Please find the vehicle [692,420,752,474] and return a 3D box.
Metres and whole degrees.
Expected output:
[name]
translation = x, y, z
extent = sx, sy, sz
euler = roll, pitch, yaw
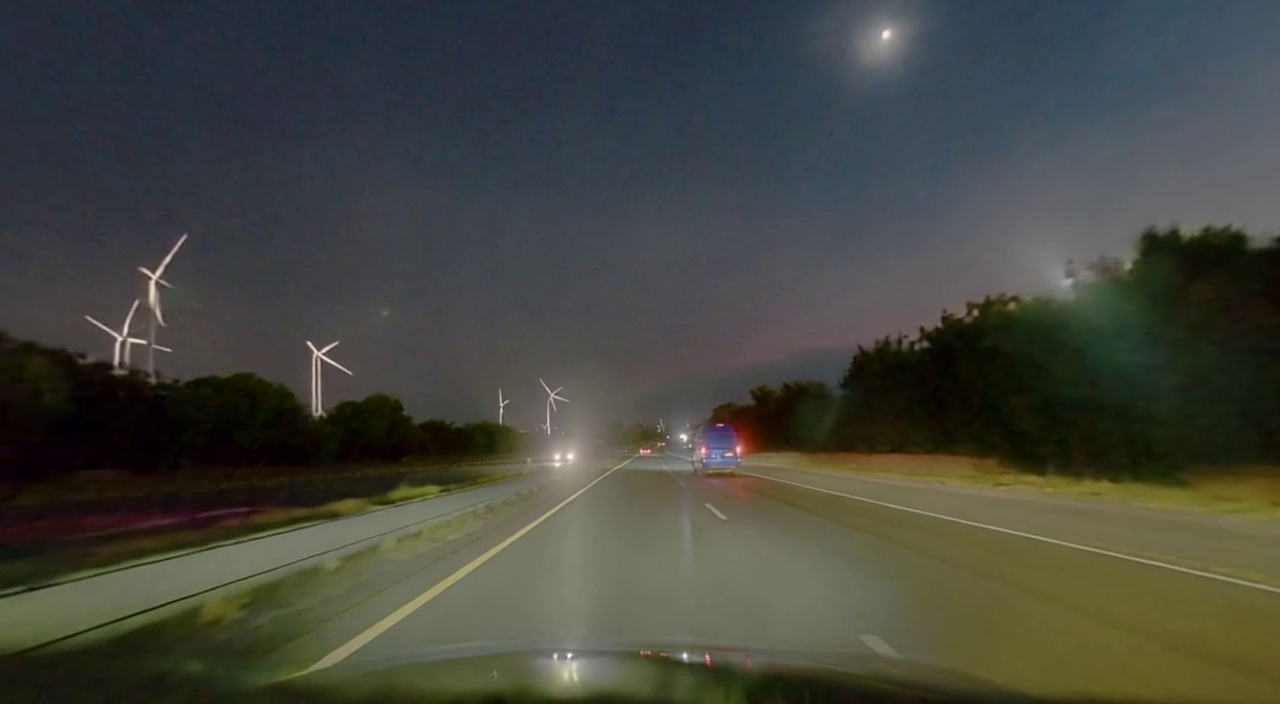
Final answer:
[vehicle]
translation = 4.361, 5.235, 34.670
extent = 2.437, 2.735, 5.507
euler = 0, -9, -1
